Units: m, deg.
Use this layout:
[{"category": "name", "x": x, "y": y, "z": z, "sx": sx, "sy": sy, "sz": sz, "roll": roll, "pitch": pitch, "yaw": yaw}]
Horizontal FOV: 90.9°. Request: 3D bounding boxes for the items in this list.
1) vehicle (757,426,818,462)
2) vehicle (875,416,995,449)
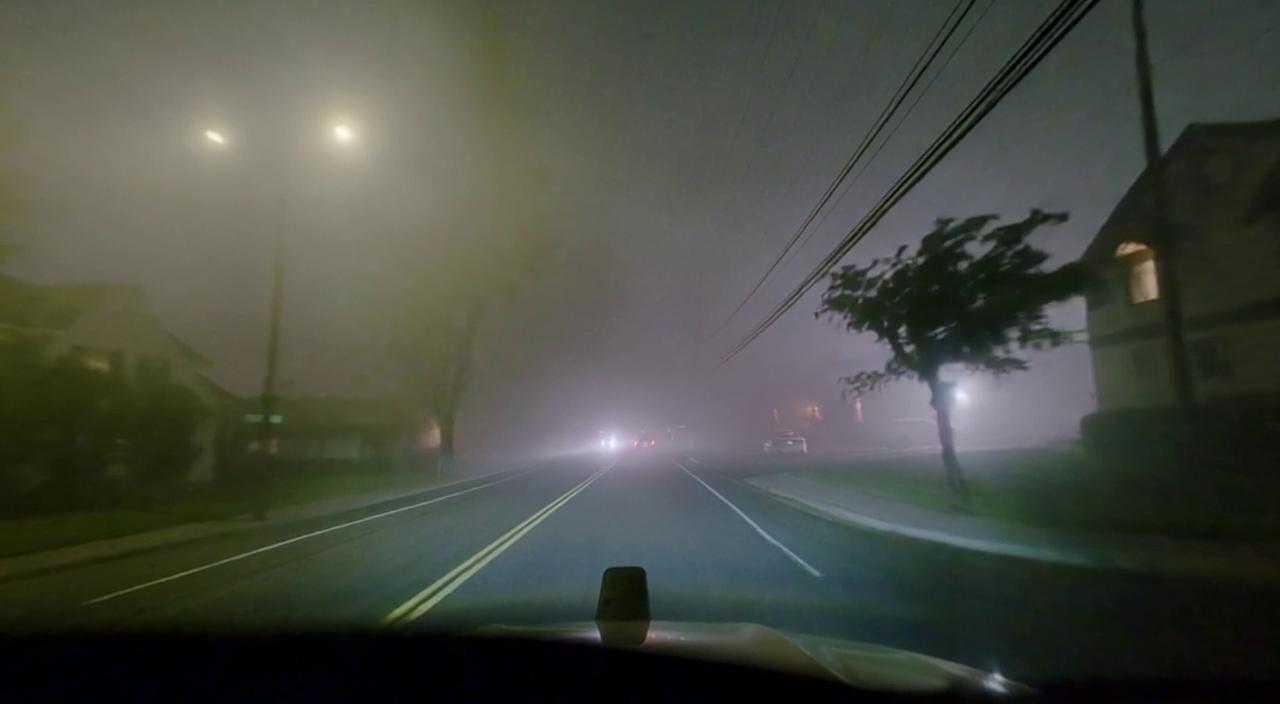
[{"category": "vehicle", "x": 7.221, "y": 4.556, "z": 31.270, "sx": 2.071, "sy": 1.510, "sz": 4.418, "roll": -4, "pitch": -9, "yaw": 2}, {"category": "vehicle", "x": 14.317, "y": 3.968, "z": 30.826, "sx": 4.848, "sy": 1.509, "sz": 1.976, "roll": -1, "pitch": -9, "yaw": 7}]
